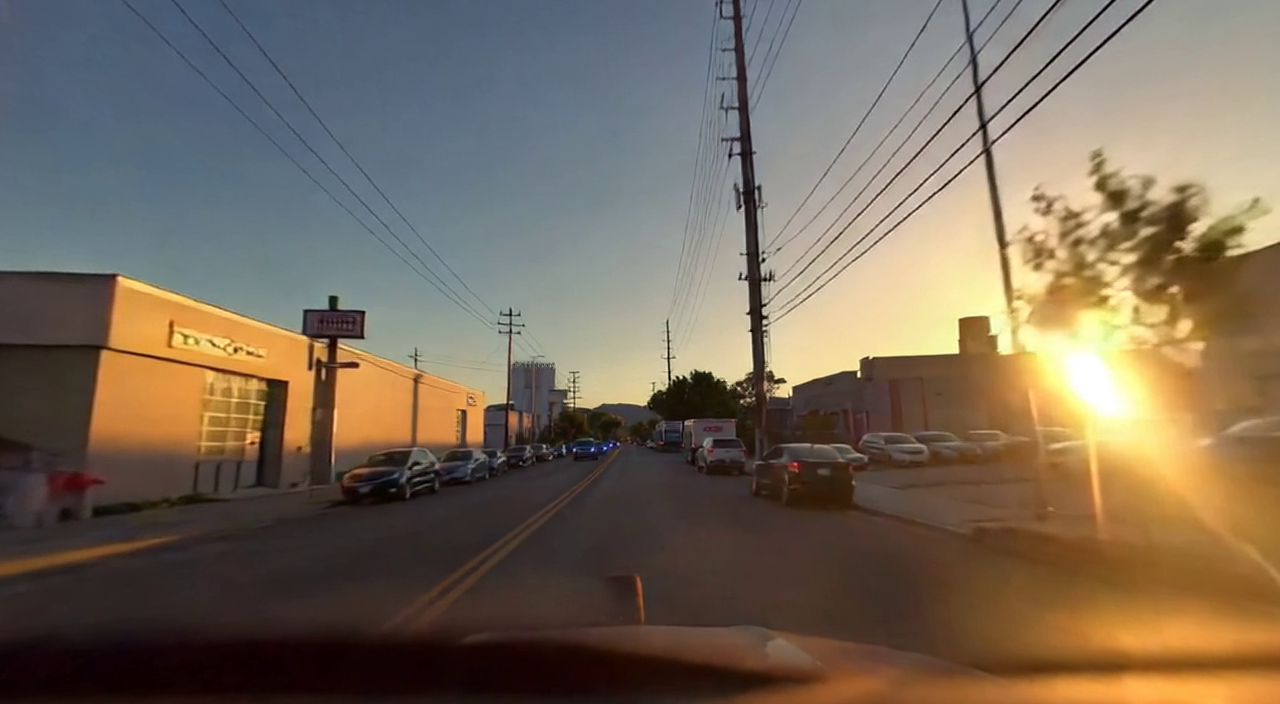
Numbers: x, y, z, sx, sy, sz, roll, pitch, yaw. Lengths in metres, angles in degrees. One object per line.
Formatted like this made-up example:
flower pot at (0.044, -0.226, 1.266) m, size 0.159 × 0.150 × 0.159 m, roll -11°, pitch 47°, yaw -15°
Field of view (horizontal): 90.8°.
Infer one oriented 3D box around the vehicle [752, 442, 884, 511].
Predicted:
vehicle at (4.231, 2.994, 15.829) m, size 1.919 × 1.453 × 4.425 m, roll 0°, pitch -8°, yaw -1°

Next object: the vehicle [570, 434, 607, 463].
vehicle at (-3.808, 7.226, 47.614) m, size 2.275 × 1.999 × 5.723 m, roll 0°, pitch -8°, yaw 1°

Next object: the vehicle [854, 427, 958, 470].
vehicle at (11.857, 4.367, 28.575) m, size 1.965 × 1.705 × 4.677 m, roll 0°, pitch -8°, yaw -11°

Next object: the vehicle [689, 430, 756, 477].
vehicle at (3.724, 4.737, 29.877) m, size 2.218 × 1.956 × 5.916 m, roll 0°, pitch -8°, yaw -1°

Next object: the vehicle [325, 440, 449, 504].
vehicle at (-7.843, 3.732, 20.189) m, size 2.194 × 1.775 × 4.482 m, roll 0°, pitch -8°, yaw -2°

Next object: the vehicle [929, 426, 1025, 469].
vehicle at (14.860, 4.221, 28.136) m, size 1.828 × 1.749 × 4.000 m, roll 0°, pitch -8°, yaw -4°

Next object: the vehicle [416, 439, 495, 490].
vehicle at (-7.571, 4.615, 26.412) m, size 1.933 × 1.754 × 4.514 m, roll -3°, pitch -7°, yaw 0°

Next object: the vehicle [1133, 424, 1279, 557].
vehicle at (8.210, 1.540, 6.993) m, size 1.973 × 1.485 × 4.377 m, roll 0°, pitch -8°, yaw 0°
